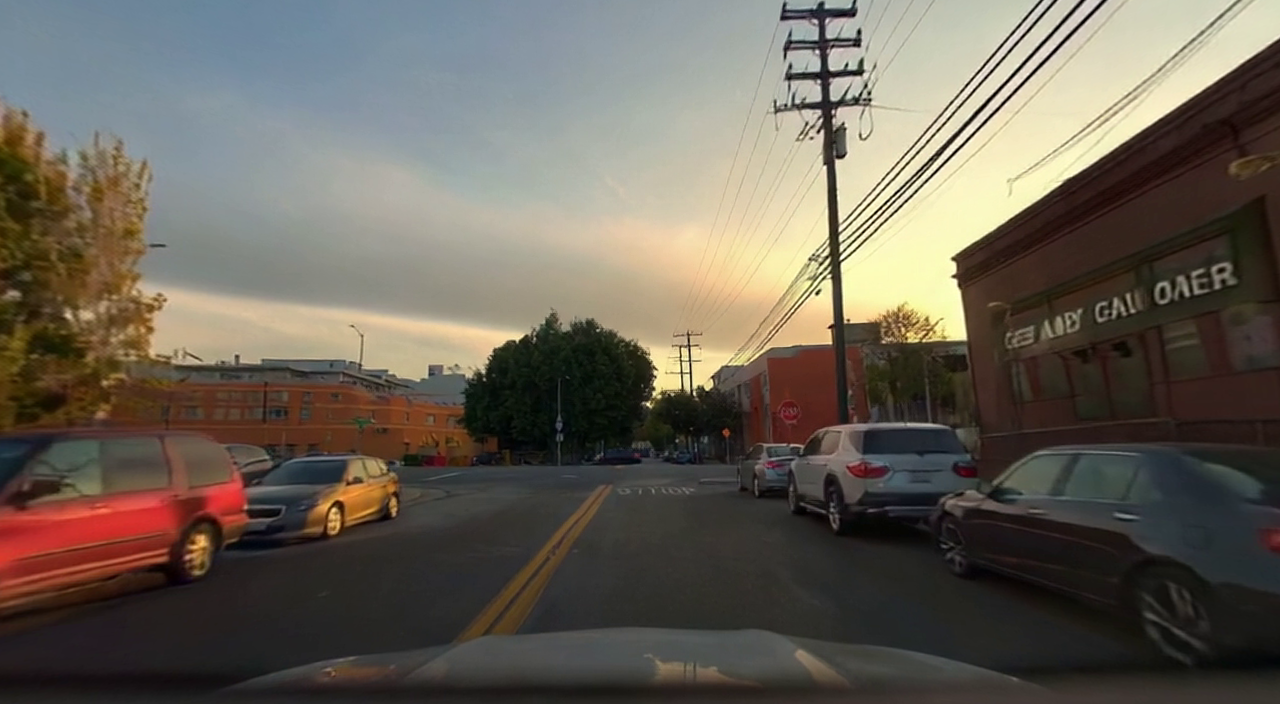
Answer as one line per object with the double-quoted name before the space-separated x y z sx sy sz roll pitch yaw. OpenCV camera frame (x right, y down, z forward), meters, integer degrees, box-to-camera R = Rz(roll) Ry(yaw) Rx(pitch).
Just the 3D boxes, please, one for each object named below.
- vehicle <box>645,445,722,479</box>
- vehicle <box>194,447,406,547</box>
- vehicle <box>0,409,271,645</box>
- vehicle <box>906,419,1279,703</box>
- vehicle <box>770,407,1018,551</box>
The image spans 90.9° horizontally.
"vehicle" 2.207 5.294 30.688 2.033 1.464 4.645 -4 -9 27
"vehicle" -5.890 2.505 11.532 1.820 1.482 3.737 0 -8 -1
"vehicle" -5.984 1.494 5.881 2.146 1.775 5.117 0 -8 -2
"vehicle" 4.020 1.360 5.099 1.840 1.452 4.517 0 -8 1
"vehicle" 3.894 2.002 10.855 2.178 1.856 4.756 2 -7 -2
